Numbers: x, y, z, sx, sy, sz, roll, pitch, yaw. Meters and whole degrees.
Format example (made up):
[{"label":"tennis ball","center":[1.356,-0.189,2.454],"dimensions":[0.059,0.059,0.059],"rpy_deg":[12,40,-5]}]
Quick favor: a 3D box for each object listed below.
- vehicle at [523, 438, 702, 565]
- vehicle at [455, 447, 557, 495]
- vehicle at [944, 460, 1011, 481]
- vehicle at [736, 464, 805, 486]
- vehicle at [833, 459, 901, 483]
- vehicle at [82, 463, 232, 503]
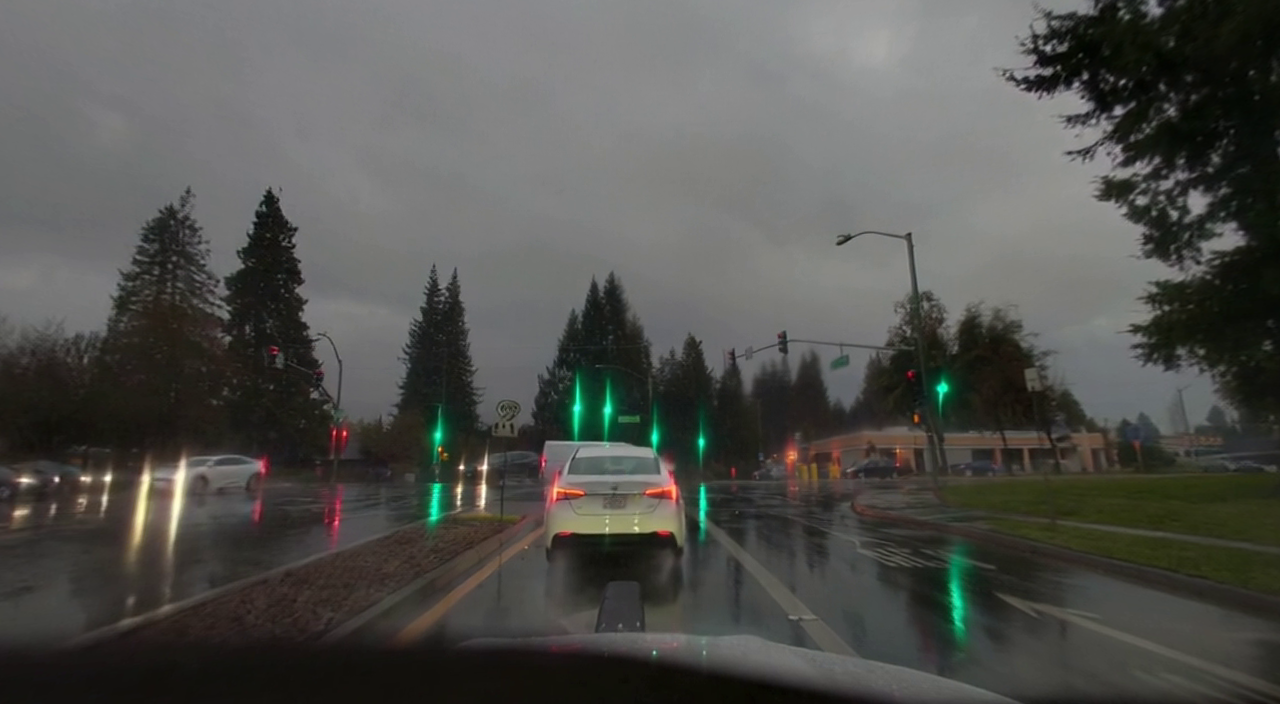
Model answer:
[{"label":"vehicle","center":[-0.370,2.090,9.669],"dimensions":[2.112,1.479,4.264],"rpy_deg":[0,-9,-1]},{"label":"vehicle","center":[-5.663,4.886,26.334],"dimensions":[2.175,1.789,4.355],"rpy_deg":[8,-12,-42]},{"label":"vehicle","center":[25.930,9.084,48.586],"dimensions":[4.358,1.471,1.875],"rpy_deg":[2,-9,-16]},{"label":"vehicle","center":[9.064,8.532,43.891],"dimensions":[4.254,1.359,1.895],"rpy_deg":[2,-9,-16]},{"label":"vehicle","center":[16.479,8.615,45.895],"dimensions":[4.337,1.637,1.860],"rpy_deg":[2,-9,-16]},{"label":"vehicle","center":[-20.085,5.448,26.498],"dimensions":[4.548,1.449,1.802],"rpy_deg":[2,-9,-13]}]
